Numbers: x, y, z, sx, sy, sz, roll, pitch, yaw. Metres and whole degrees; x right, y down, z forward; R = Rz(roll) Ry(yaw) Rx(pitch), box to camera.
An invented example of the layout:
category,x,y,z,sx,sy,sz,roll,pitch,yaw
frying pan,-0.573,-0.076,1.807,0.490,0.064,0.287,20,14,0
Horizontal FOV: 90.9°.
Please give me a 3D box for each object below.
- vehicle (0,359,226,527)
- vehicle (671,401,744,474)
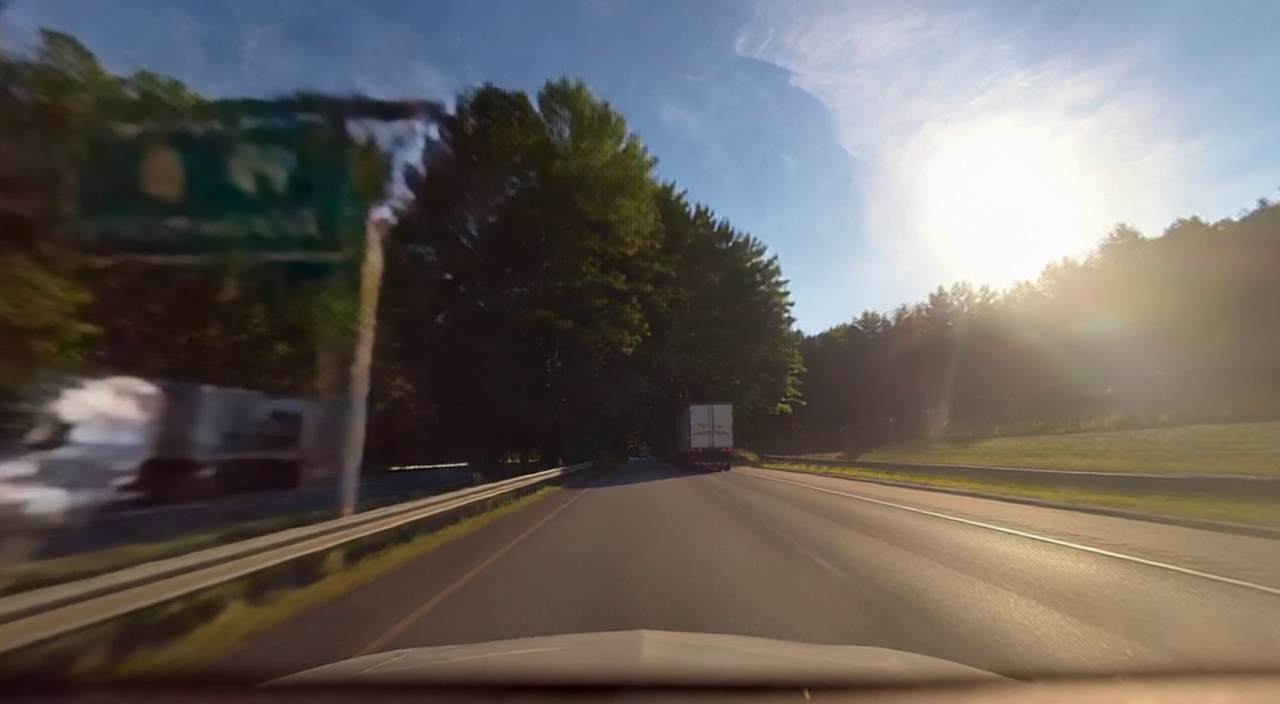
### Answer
category,x,y,z,sx,sy,sz,roll,pitch,yaw
vehicle,-15.421,2.567,17.831,3.090,3.886,6.253,0,-9,-1
vehicle,3.893,5.604,40.337,2.955,3.825,14.115,0,-9,-1
